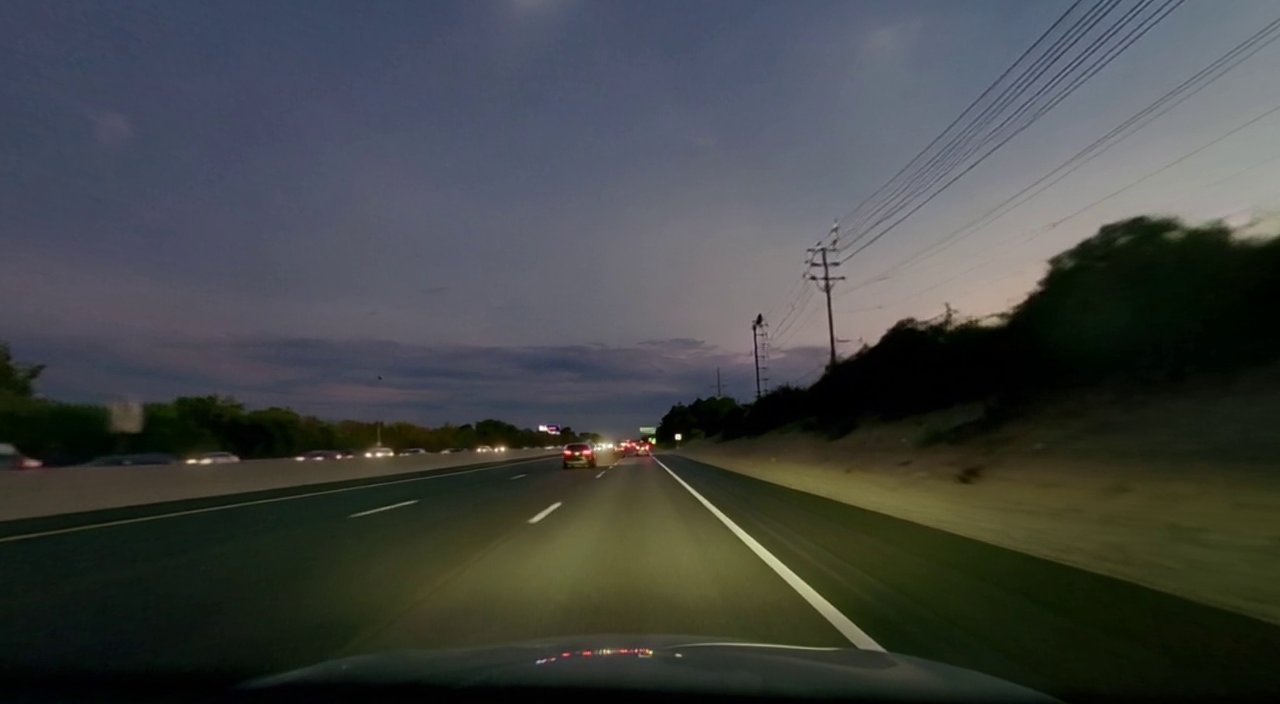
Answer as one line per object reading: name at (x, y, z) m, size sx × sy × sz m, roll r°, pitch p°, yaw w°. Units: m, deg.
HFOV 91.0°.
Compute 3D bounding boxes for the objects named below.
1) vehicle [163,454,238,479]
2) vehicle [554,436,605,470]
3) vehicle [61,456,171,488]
vehicle at (-32.428, 8.438, 46.652) m, size 1.922 × 1.654 × 4.885 m, roll 0°, pitch -9°, yaw 1°
vehicle at (-3.647, 6.237, 39.166) m, size 2.577 × 1.939 × 5.408 m, roll 0°, pitch -9°, yaw 1°
vehicle at (-28.501, 6.514, 34.494) m, size 1.888 × 1.503 × 4.752 m, roll 0°, pitch -9°, yaw 1°
